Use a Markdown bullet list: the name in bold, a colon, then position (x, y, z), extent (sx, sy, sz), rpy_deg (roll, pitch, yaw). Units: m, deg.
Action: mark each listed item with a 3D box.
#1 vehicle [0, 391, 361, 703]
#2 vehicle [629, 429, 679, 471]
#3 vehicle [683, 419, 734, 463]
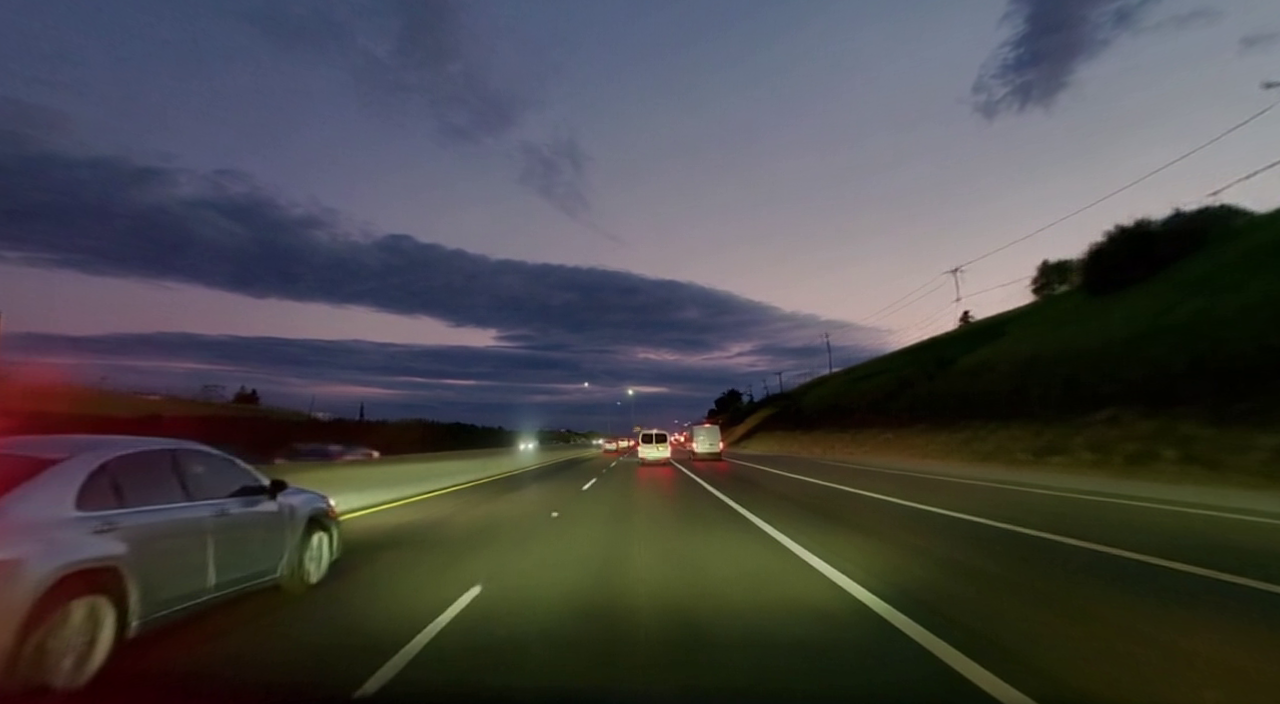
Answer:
- **vehicle**: position (-3.308, 1.010, 3.181), extent (1.890, 1.490, 4.202), rpy_deg (0, -8, 0)
- **vehicle**: position (0.585, 4.516, 29.409), extent (2.159, 1.811, 4.238), rpy_deg (0, -8, -1)
- **vehicle**: position (3.955, 5.228, 37.223), extent (2.348, 2.429, 5.172), rpy_deg (0, -8, -1)
